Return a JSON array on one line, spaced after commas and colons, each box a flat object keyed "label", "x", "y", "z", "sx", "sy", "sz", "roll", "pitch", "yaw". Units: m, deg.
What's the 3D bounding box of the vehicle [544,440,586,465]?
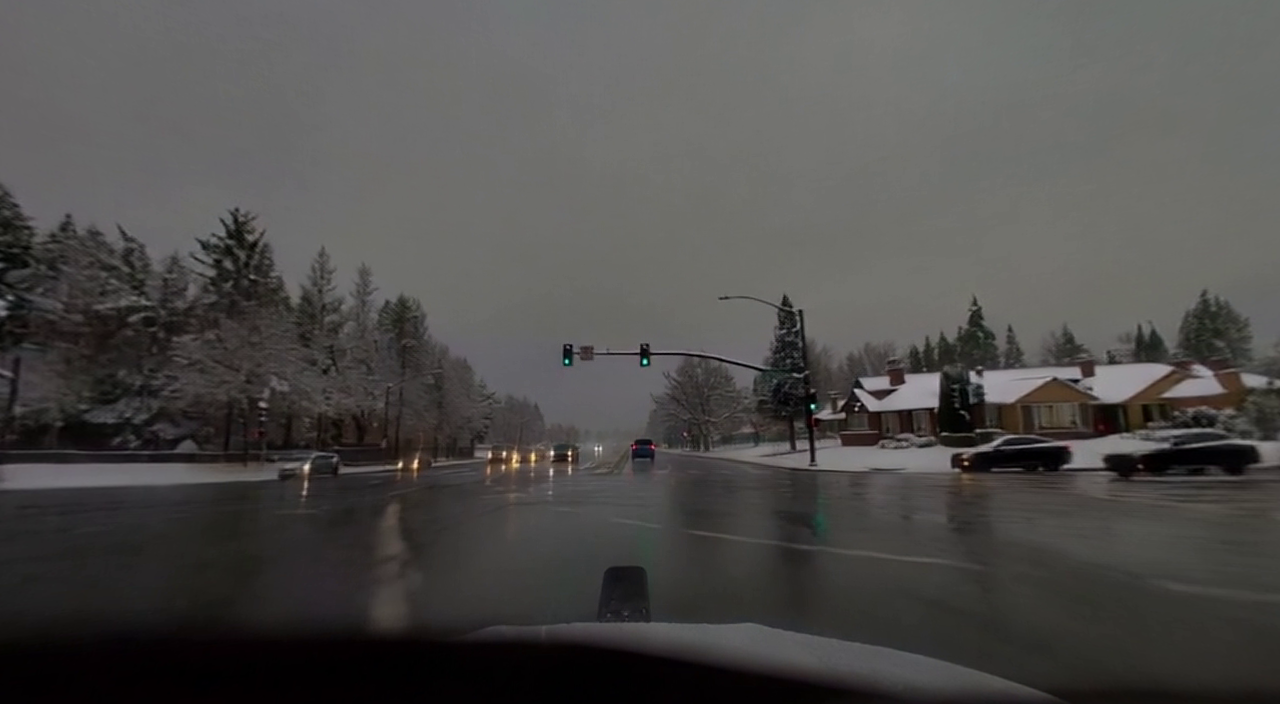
[{"label": "vehicle", "x": -4.705, "y": 6.384, "z": 40.195, "sx": 1.994, "sy": 1.494, "sz": 4.599, "roll": 0, "pitch": -8, "yaw": 1}]

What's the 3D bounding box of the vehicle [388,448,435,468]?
[{"label": "vehicle", "x": -18.021, "y": 8.401, "z": 49.971, "sx": 1.915, "sy": 1.477, "sz": 4.411, "roll": 0, "pitch": -8, "yaw": 3}]

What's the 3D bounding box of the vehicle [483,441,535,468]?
[{"label": "vehicle", "x": -7.770, "y": 6.105, "z": 37.737, "sx": 2.154, "sy": 1.499, "sz": 4.461, "roll": 0, "pitch": -8, "yaw": 0}]

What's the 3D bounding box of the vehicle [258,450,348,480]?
[{"label": "vehicle", "x": -19.562, "y": 6.536, "z": 36.860, "sx": 2.164, "sy": 1.556, "sz": 4.678, "roll": -1, "pitch": -8, "yaw": 9}]

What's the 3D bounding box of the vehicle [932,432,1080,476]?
[{"label": "vehicle", "x": 15.206, "y": 4.255, "z": 26.430, "sx": 4.732, "sy": 1.713, "sz": 2.257, "roll": -1, "pitch": -8, "yaw": 3}]

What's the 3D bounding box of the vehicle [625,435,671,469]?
[{"label": "vehicle", "x": 0.421, "y": 5.578, "z": 35.355, "sx": 2.437, "sy": 1.737, "sz": 4.420, "roll": 0, "pitch": -8, "yaw": 0}]

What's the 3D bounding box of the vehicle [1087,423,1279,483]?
[{"label": "vehicle", "x": 16.588, "y": 2.992, "z": 18.719, "sx": 4.869, "sy": 1.648, "sz": 2.250, "roll": 0, "pitch": -8, "yaw": 1}]

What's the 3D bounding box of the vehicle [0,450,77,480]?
[{"label": "vehicle", "x": -38.522, "y": 7.089, "z": 39.755, "sx": 1.872, "sy": 1.695, "sz": 4.560, "roll": 1, "pitch": -8, "yaw": -2}]
